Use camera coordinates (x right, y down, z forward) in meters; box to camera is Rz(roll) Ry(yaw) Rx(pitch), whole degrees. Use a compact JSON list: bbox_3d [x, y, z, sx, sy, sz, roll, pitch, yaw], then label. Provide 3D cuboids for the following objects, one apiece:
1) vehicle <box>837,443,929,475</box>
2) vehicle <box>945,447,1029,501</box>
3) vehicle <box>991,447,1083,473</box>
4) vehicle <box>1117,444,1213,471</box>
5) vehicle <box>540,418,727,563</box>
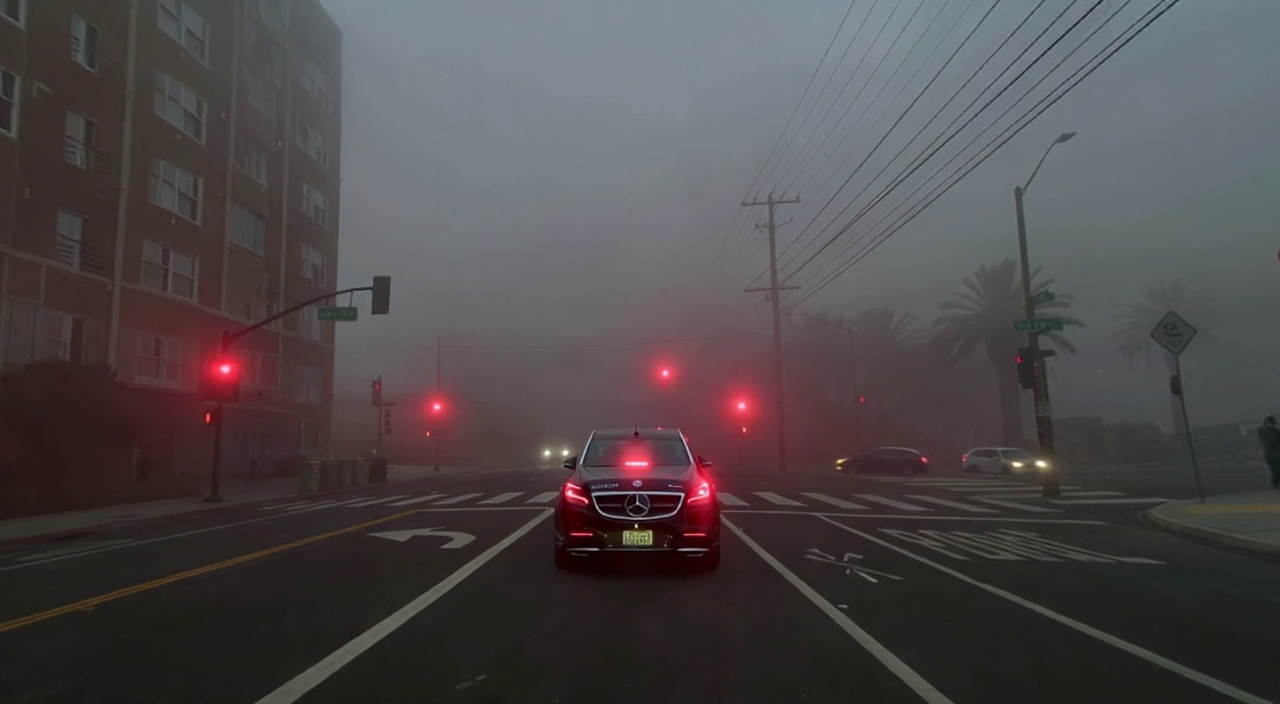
[{"bbox_3d":[13.587,6.022,35.535,4.494,1.704,1.976,-2,-9,12],"label":"vehicle"},{"bbox_3d":[11.916,4.068,21.575,2.004,1.593,4.118,-6,-10,34],"label":"vehicle"},{"bbox_3d":[24.251,6.604,38.696,4.417,1.462,1.761,0,-8,-1],"label":"vehicle"},{"bbox_3d":[32.163,6.459,38.769,4.234,1.613,1.812,0,-8,-1],"label":"vehicle"},{"bbox_3d":[-0.081,1.875,9.235,2.144,1.643,3.770,0,-8,0],"label":"vehicle"}]
